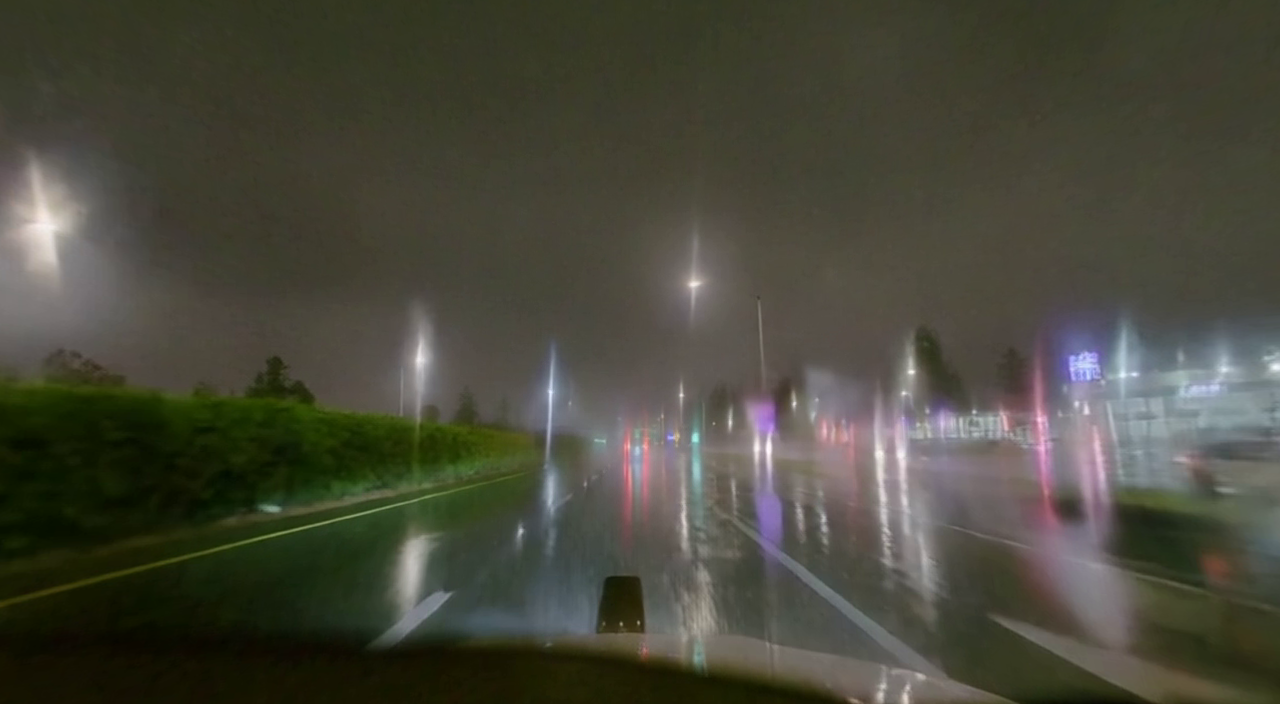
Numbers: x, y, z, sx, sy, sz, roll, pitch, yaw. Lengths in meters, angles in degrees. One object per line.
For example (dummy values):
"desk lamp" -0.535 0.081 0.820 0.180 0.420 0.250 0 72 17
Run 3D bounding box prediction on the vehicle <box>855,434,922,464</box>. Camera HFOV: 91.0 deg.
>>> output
"vehicle" 18.074 7.119 46.227 2.288 1.963 5.983 1 -9 -2

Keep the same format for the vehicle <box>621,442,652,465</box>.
"vehicle" -0.257 7.373 45.859 2.110 1.555 4.431 0 -9 -1

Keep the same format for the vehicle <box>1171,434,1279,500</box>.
"vehicle" 15.760 2.764 15.186 1.987 1.517 4.405 0 -9 -1
